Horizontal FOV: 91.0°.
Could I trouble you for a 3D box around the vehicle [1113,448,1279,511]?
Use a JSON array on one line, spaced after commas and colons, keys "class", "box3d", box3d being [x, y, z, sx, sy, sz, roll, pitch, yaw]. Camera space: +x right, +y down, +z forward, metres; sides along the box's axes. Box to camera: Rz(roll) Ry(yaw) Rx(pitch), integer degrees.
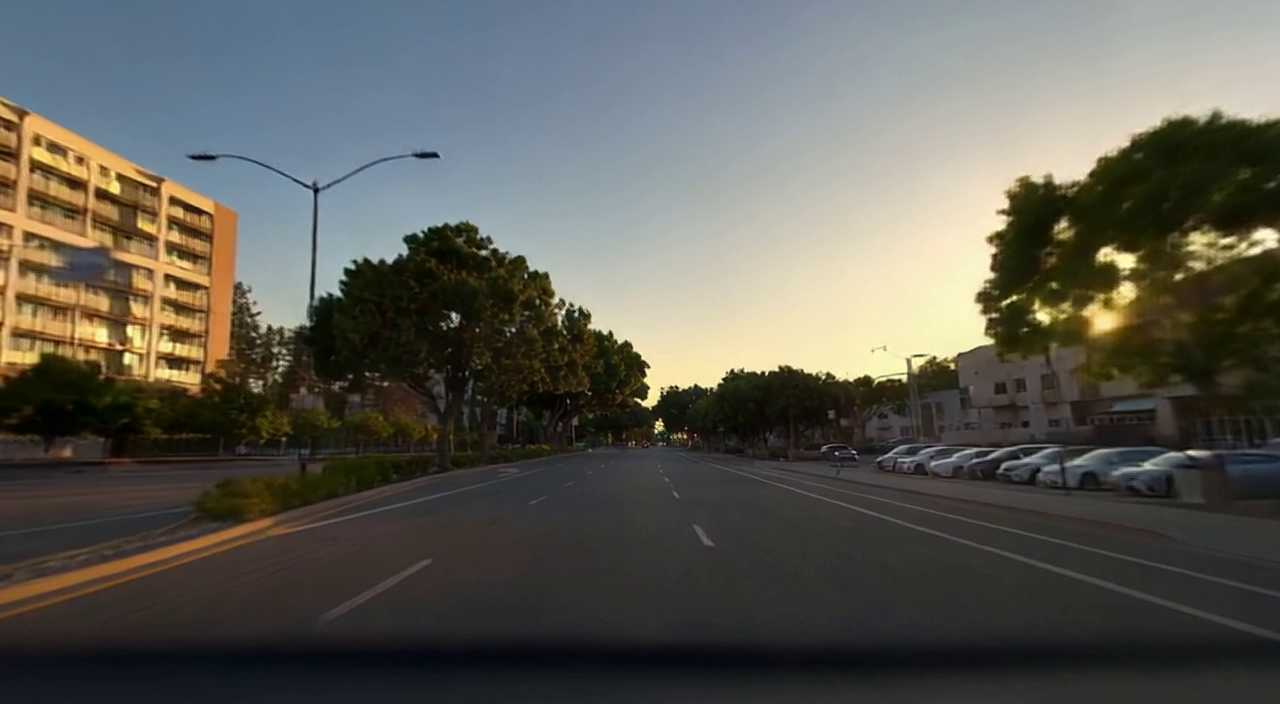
[{"class": "vehicle", "box3d": [15.206, 3.236, 16.224, 4.331, 1.469, 2.008, 0, -9, 2]}]
